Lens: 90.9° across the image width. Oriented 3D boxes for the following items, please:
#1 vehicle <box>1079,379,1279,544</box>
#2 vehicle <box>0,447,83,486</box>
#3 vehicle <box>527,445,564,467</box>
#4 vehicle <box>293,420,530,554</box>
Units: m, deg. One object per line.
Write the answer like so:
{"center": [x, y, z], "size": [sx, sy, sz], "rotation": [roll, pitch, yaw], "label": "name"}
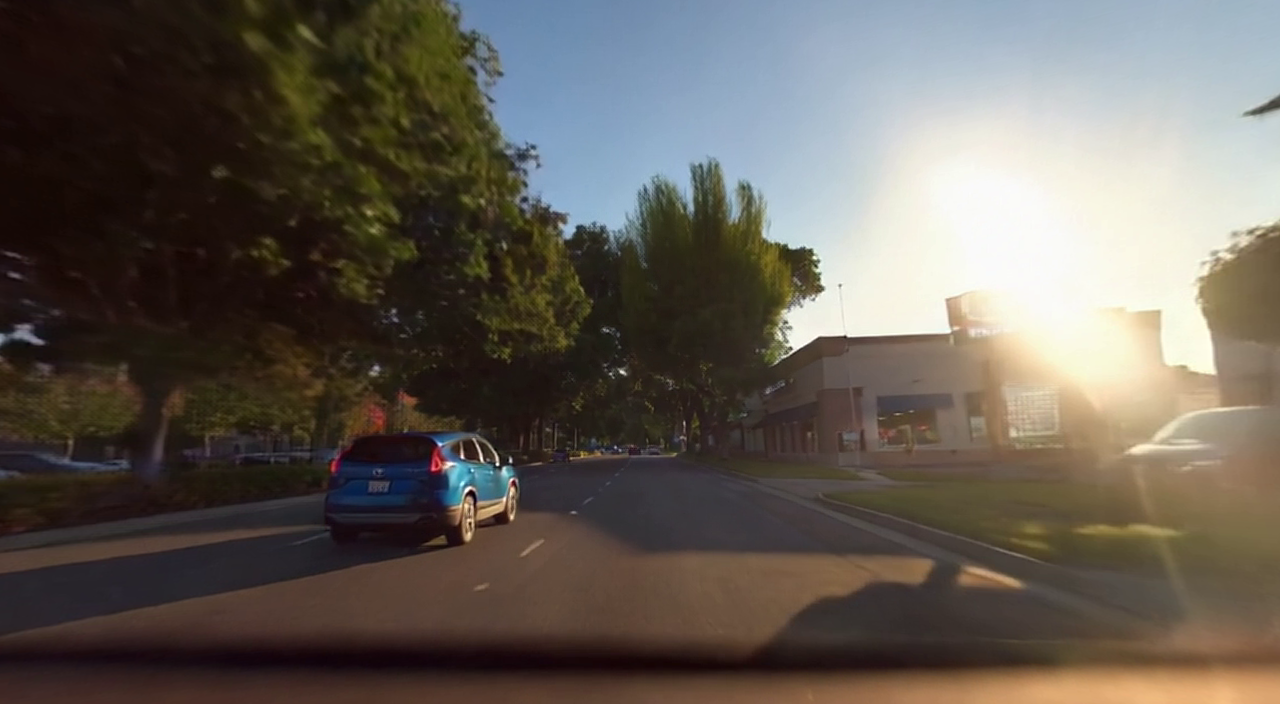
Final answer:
{"center": [8.981, 1.597, 9.604], "size": [4.985, 1.918, 2.248], "rotation": [6, -11, -38], "label": "vehicle"}
{"center": [-35.553, 6.490, 35.880], "size": [5.532, 2.142, 2.189], "rotation": [0, -8, 2], "label": "vehicle"}
{"center": [-6.886, 7.647, 46.487], "size": [1.990, 1.483, 4.410], "rotation": [0, -8, 1], "label": "vehicle"}
{"center": [-3.227, 1.993, 10.009], "size": [2.127, 1.654, 4.121], "rotation": [0, -8, 1], "label": "vehicle"}
